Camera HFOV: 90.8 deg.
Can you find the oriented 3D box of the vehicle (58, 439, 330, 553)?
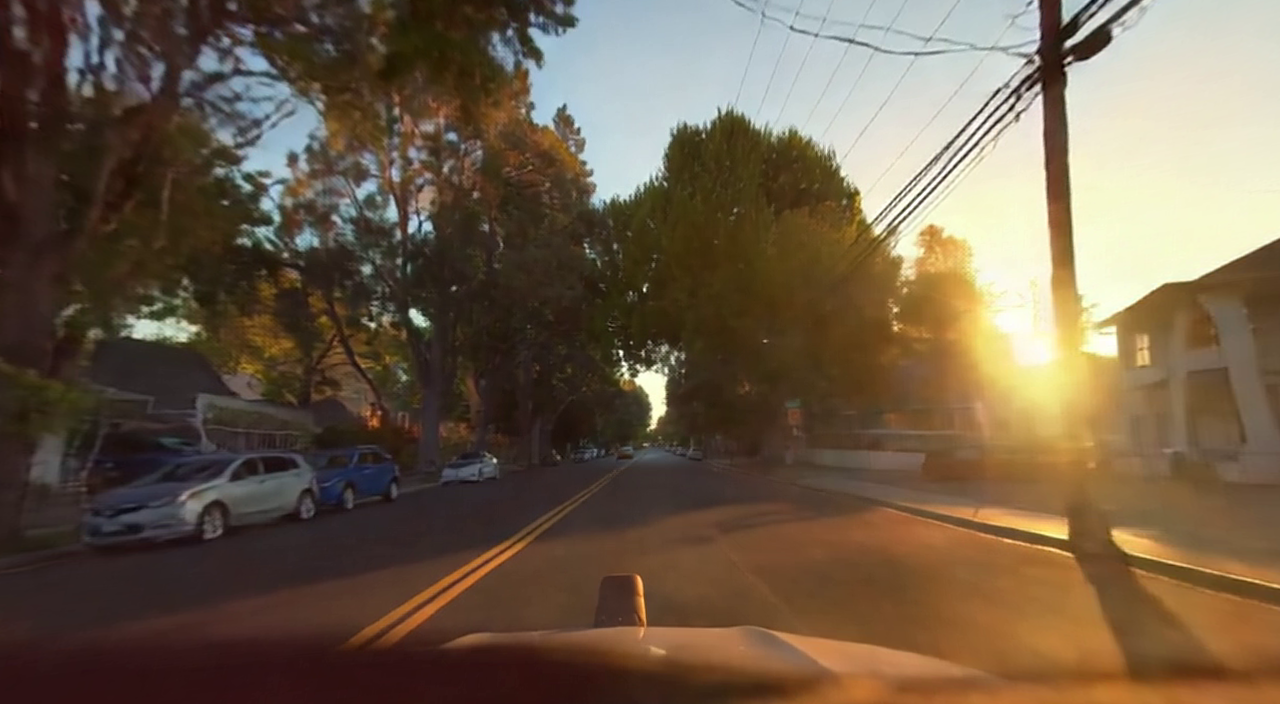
[{"bbox_3d":[-8.227,2.621,12.373,1.975,1.775,4.509,0,-8,1],"label":"vehicle"}]

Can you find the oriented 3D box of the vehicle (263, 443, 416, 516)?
[{"bbox_3d":[-8.062,3.412,17.488,1.913,1.723,4.318,-1,-8,3],"label":"vehicle"}]

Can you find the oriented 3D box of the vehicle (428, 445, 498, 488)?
[{"bbox_3d":[-7.982,5.172,28.953,1.970,1.785,4.274,0,-8,0],"label":"vehicle"}]

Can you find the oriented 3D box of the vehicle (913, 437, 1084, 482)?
[{"bbox_3d":[12.399,3.728,22.150,4.716,1.480,2.023,0,-8,2],"label":"vehicle"}]

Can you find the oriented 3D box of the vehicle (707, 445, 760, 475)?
[{"bbox_3d":[5.198,6.047,35.693,2.052,1.476,4.438,-2,-8,-3],"label":"vehicle"}]
